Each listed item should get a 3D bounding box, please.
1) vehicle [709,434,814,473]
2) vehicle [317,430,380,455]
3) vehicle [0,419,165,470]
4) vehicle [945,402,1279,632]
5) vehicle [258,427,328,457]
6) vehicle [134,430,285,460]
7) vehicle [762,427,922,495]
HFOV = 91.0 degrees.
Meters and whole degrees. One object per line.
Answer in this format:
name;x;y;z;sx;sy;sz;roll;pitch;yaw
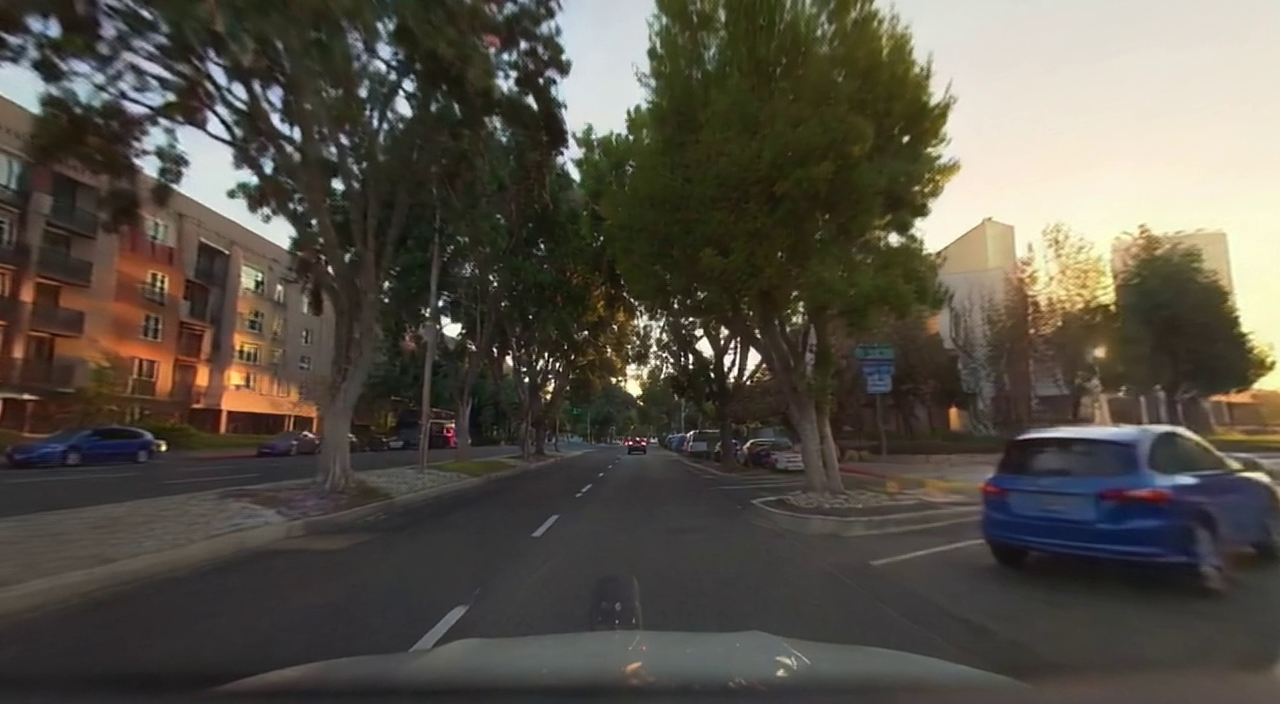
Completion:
vehicle;5.030;4.103;25.775;4.275;1.428;1.774;6;-10;-37
vehicle;-18.737;5.842;40.678;1.909;1.518;4.459;-1;-8;1
vehicle;-18.609;3.065;20.938;1.869;1.494;4.833;0;-8;-1
vehicle;5.149;1.357;6.208;4.244;1.487;1.976;5;-10;-36
vehicle;-19.020;4.947;34.677;1.792;1.554;3.682;0;-8;-1
vehicle;-19.057;4.177;28.403;2.389;1.206;6.247;-1;-8;1
vehicle;5.092;2.663;15.764;3.765;1.497;1.831;5;-10;-35
